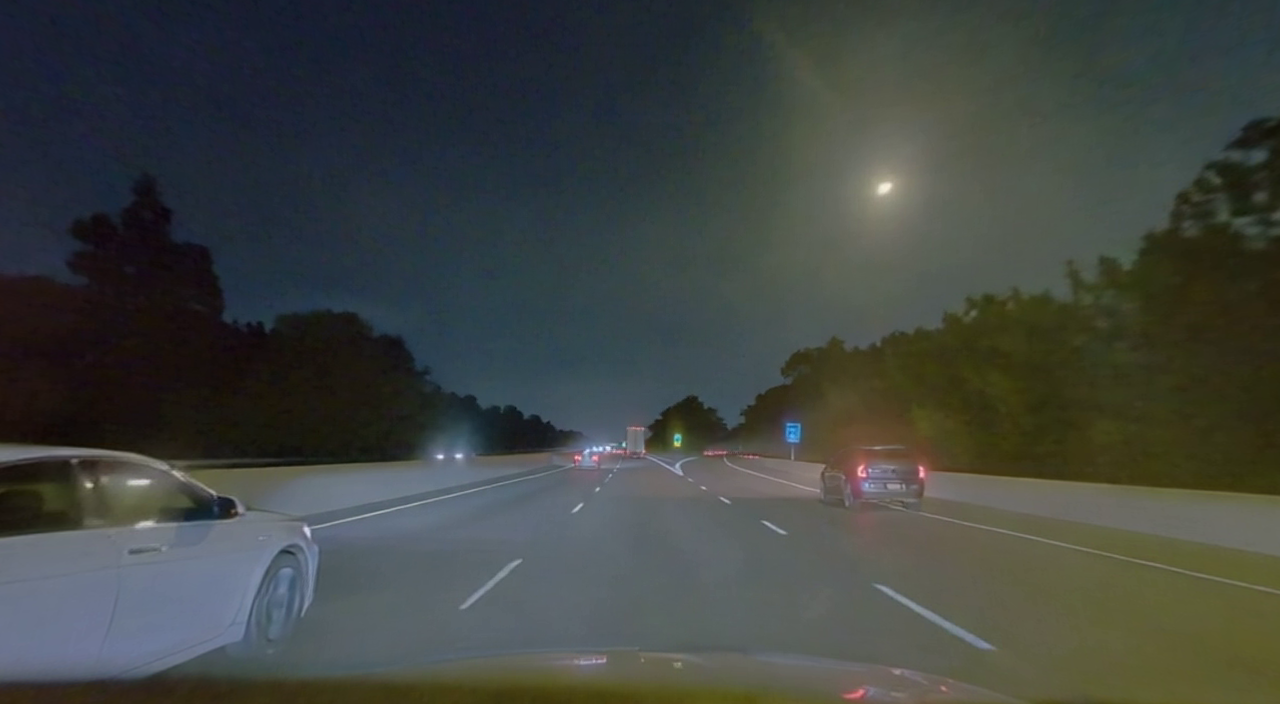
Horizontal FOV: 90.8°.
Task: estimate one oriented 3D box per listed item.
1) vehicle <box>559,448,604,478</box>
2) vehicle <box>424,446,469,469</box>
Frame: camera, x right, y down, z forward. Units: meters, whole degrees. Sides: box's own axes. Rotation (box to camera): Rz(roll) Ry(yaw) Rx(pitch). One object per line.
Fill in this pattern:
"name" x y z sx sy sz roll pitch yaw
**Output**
"vehicle" -3.201 6.200 35.554 2.184 1.574 5.004 0 -9 -1
"vehicle" -13.427 7.335 44.015 1.813 1.455 4.341 0 -9 0
